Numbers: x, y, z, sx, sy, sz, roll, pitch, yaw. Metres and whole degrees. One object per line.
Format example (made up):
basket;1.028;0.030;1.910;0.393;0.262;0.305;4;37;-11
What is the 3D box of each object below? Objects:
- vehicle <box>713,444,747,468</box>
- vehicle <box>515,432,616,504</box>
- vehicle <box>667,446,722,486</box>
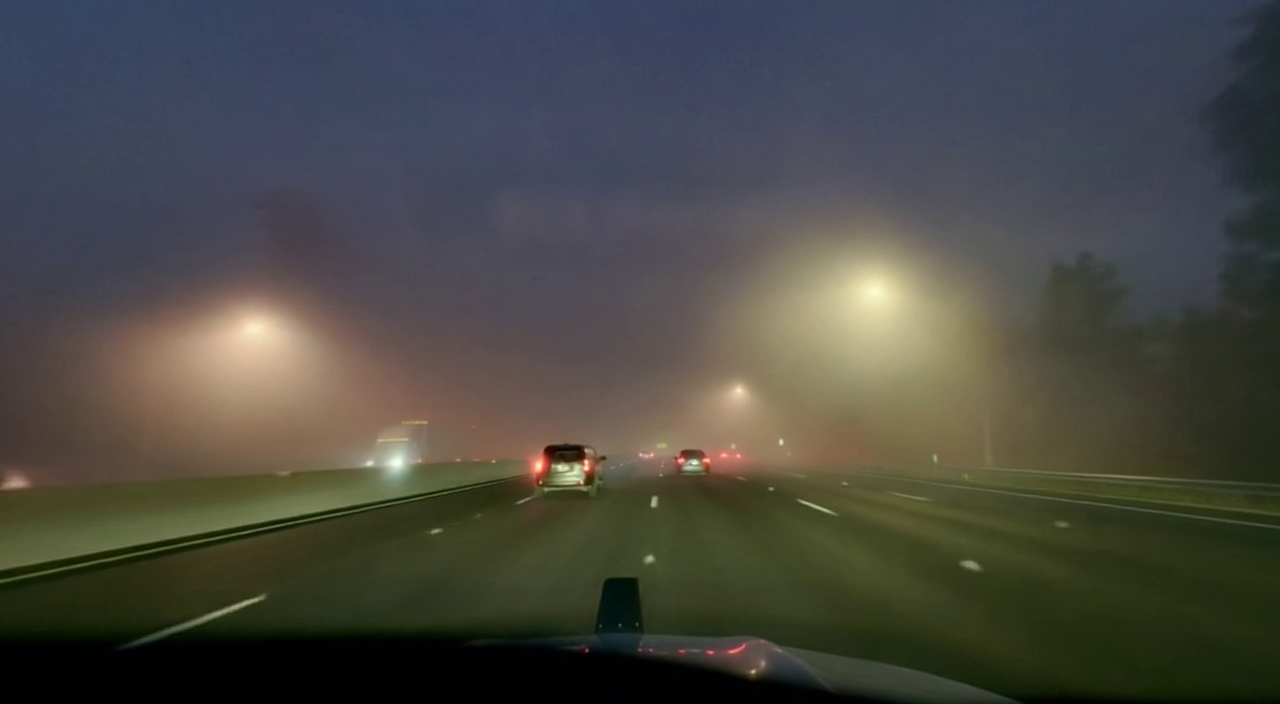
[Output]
vehicle;6.640;7.747;47.063;1.975;1.650;4.257;0;-9;1
vehicle;-1.896;3.159;17.595;2.142;1.724;4.344;0;-9;2
vehicle;2.132;4.584;25.719;2.004;1.471;4.032;0;-9;2
